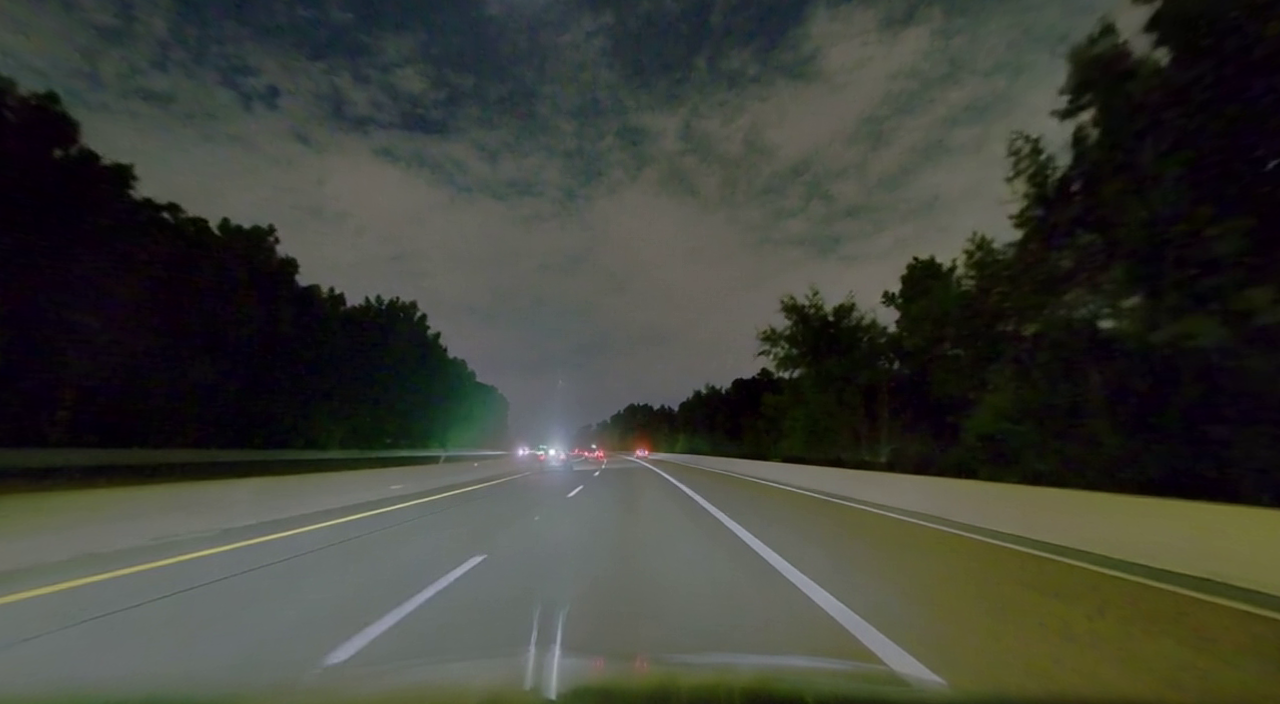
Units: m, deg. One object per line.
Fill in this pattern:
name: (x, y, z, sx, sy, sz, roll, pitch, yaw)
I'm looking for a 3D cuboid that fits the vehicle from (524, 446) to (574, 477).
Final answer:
vehicle: (-4.731, 5.779, 33.546, 2.049, 1.521, 4.366, 0, -8, -1)
